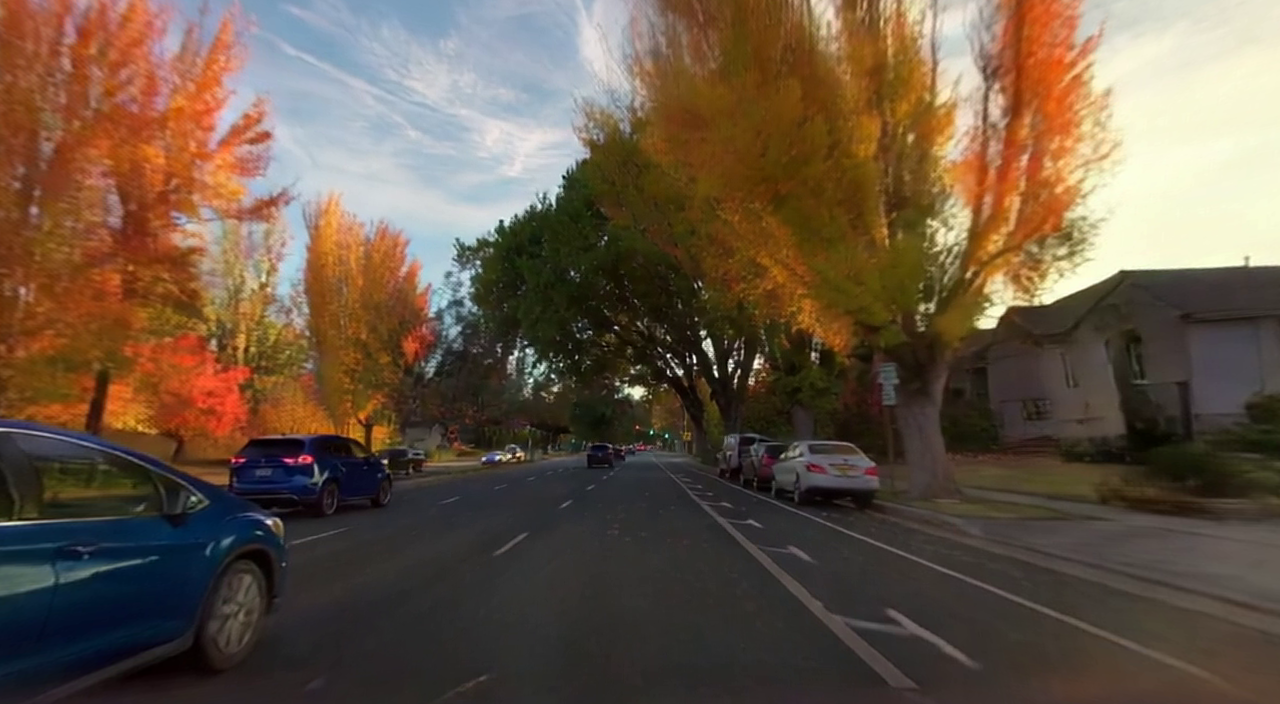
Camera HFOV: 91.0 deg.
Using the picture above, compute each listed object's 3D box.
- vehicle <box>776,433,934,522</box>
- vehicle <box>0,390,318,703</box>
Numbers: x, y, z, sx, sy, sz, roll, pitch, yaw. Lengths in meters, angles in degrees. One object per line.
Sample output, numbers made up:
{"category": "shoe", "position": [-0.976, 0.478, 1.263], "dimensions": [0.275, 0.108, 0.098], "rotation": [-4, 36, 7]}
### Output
{"category": "vehicle", "position": [4.599, 2.751, 14.318], "dimensions": [1.950, 1.668, 4.414], "rotation": [1, -9, -1]}
{"category": "vehicle", "position": [-3.208, 0.843, 1.985], "dimensions": [1.982, 1.478, 4.465], "rotation": [0, -9, 0]}
